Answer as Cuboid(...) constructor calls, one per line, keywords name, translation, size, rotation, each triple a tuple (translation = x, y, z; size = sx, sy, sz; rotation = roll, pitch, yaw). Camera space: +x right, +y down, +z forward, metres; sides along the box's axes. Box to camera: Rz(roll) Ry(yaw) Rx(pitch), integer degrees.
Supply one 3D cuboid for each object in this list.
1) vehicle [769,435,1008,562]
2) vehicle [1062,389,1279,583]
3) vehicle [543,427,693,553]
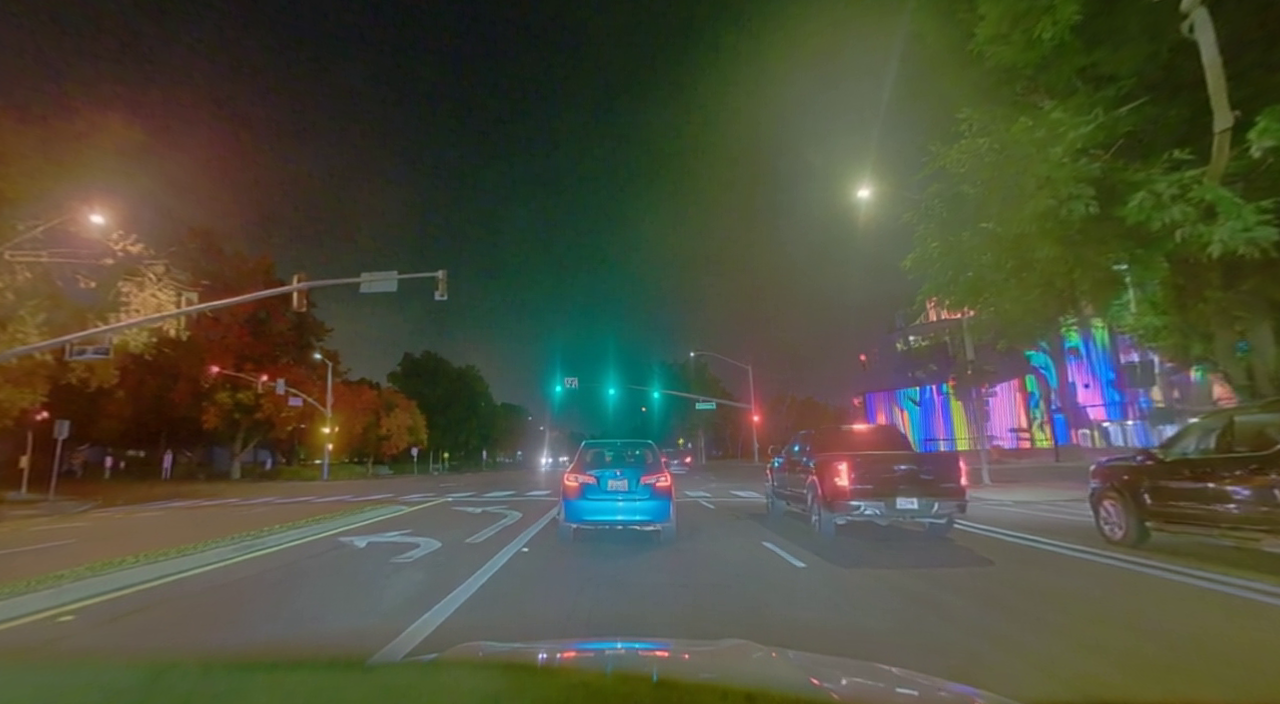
Cuboid(name="vehicle", translation=(3.583, 2.176, 10.242), size=(1.955, 1.550, 4.587), rotation=(0, -9, -1))
Cuboid(name="vehicle", translation=(7.541, 1.385, 6.605), size=(2.240, 1.923, 5.678), rotation=(0, -8, -1))
Cuboid(name="vehicle", translation=(-0.313, 2.154, 10.494), size=(2.037, 1.674, 3.693), rotation=(0, -8, 0))
